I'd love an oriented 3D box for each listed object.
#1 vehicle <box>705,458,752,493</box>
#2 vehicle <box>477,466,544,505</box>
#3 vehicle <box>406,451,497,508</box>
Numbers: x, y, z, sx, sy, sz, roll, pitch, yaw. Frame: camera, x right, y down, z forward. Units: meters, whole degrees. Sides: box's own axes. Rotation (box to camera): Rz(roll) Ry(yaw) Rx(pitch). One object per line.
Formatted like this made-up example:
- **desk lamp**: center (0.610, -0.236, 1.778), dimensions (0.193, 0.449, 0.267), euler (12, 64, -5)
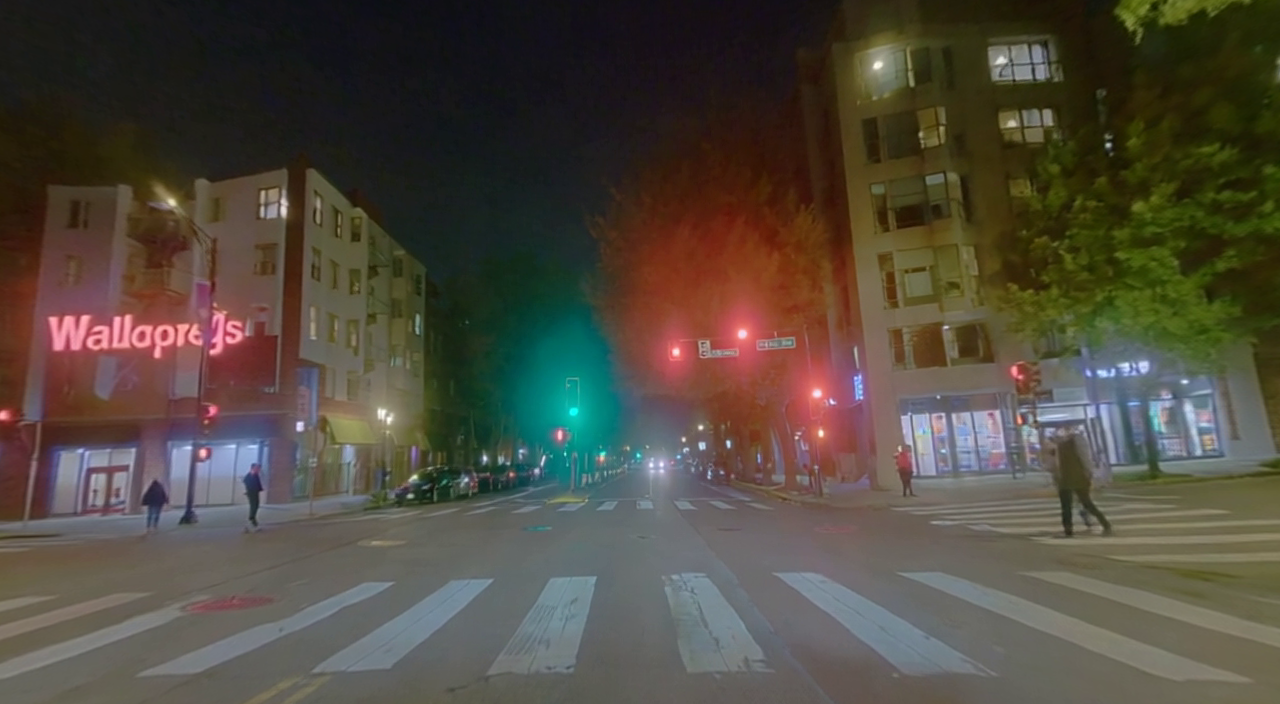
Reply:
- **vehicle**: center (5.187, 7.275, 37.623), dimensions (2.010, 1.844, 4.386), euler (0, -8, -2)
- **vehicle**: center (-5.743, 5.943, 28.512), dimensions (1.983, 1.438, 4.559), euler (0, -8, 1)
- **vehicle**: center (-8.809, 5.967, 30.211), dimensions (2.489, 2.323, 5.843), euler (0, -8, 0)
